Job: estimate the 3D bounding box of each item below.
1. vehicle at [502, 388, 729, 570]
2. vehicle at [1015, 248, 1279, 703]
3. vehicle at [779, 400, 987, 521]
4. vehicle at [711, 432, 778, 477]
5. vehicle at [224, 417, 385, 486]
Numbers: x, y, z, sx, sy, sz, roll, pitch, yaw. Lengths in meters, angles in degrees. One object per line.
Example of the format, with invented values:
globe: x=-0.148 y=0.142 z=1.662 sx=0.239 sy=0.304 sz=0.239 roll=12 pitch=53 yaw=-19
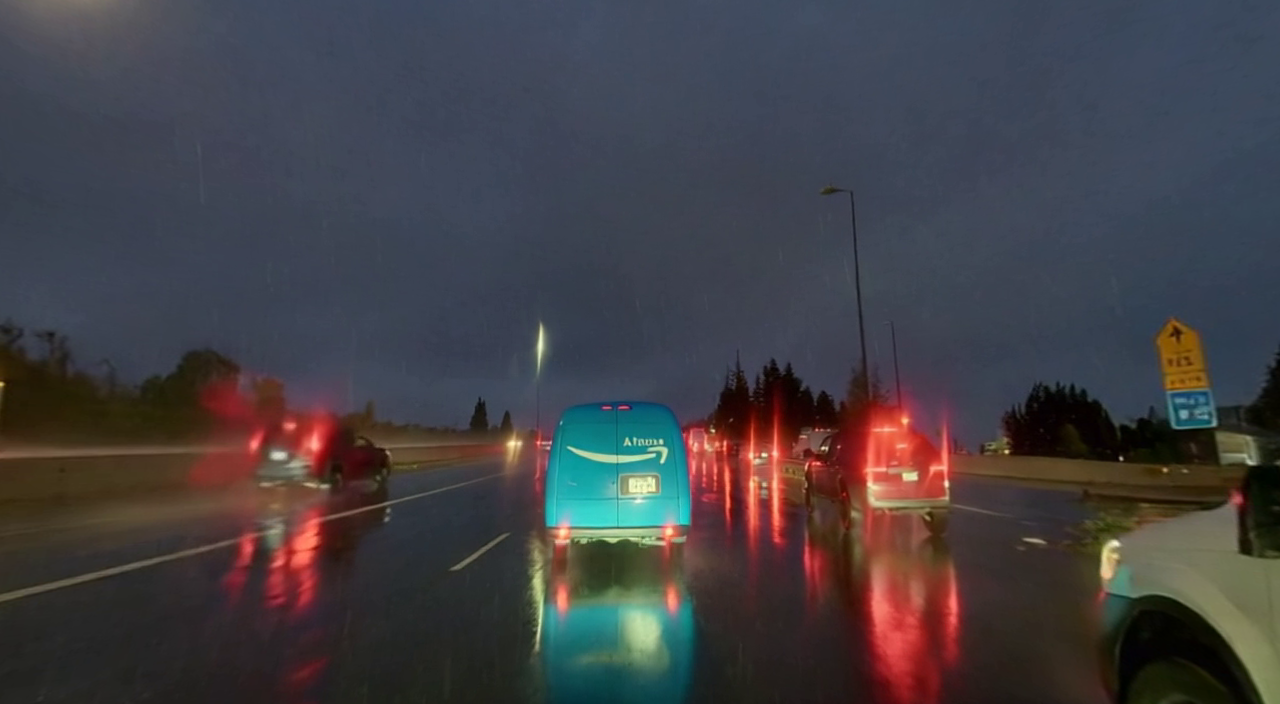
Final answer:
vehicle: x=-0.217 y=1.610 z=8.639 sx=2.287 sy=1.823 sz=4.369 roll=0 pitch=-8 yaw=1
vehicle: x=3.094 y=0.451 z=0.565 sx=2.341 sy=1.890 sz=5.144 roll=0 pitch=-8 yaw=0
vehicle: x=4.642 y=2.203 z=13.217 sx=2.179 sy=1.999 sz=5.331 roll=1 pitch=-8 yaw=-1
vehicle: x=4.299 y=4.293 z=26.586 sx=2.064 sy=1.720 sz=4.416 roll=0 pitch=-8 yaw=0
vehicle: x=-10.338 y=3.136 z=20.047 sx=2.232 sy=1.882 sz=5.128 roll=0 pitch=-8 yaw=0
